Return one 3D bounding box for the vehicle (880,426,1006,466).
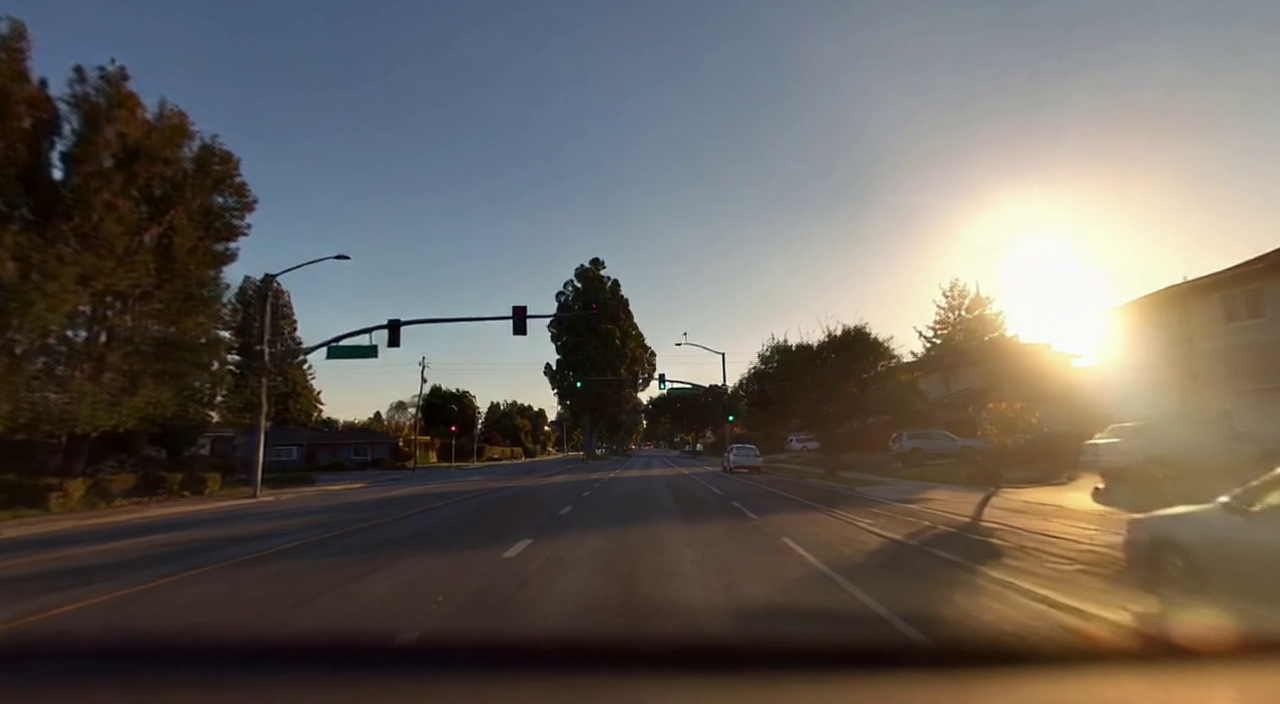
[{"bbox_3d":[13.429,4.208,28.176,4.474,1.710,2.148,0,-9,1],"label":"vehicle"}]

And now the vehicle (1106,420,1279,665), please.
[{"bbox_3d":[5.052,1.040,2.936,1.997,1.521,4.747,0,-9,-2],"label":"vehicle"}]

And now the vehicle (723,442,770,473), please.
[{"bbox_3d":[5.786,5.771,34.714,1.950,1.567,4.083,0,-9,1],"label":"vehicle"}]
